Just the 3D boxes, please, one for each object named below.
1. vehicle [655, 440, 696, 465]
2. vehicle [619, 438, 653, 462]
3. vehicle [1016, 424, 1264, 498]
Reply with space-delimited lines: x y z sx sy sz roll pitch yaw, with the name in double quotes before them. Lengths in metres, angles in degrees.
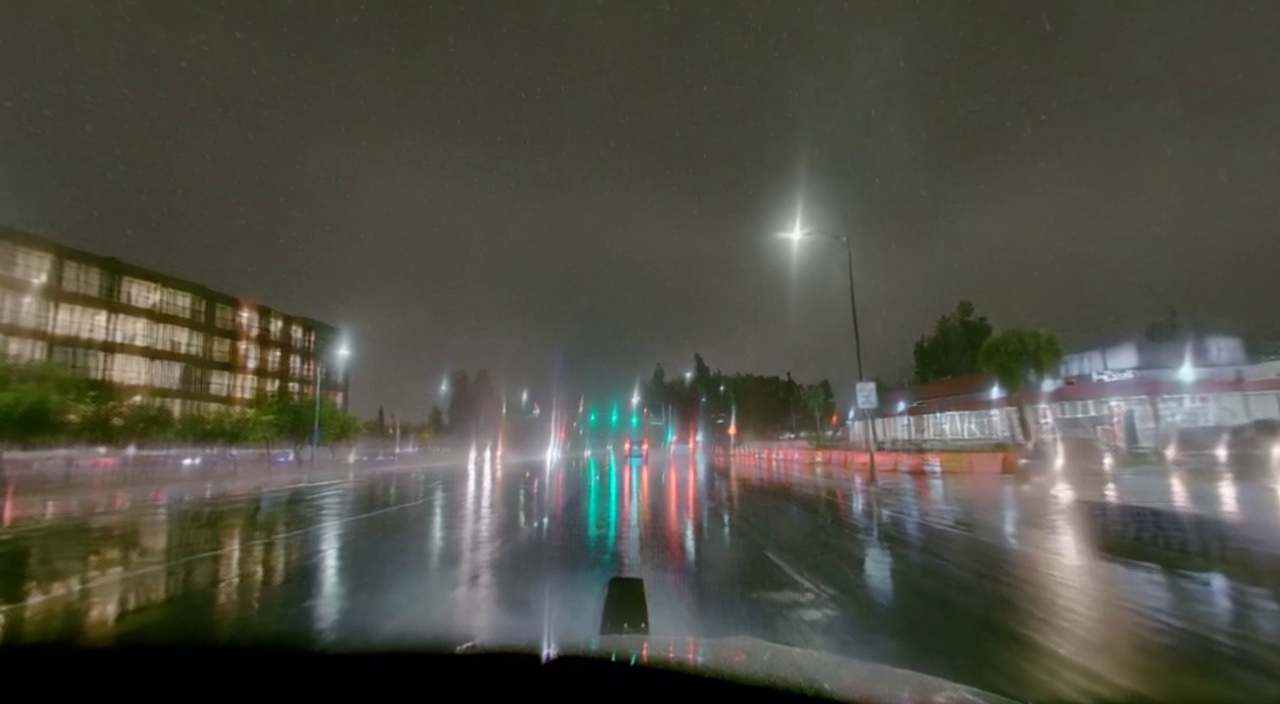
"vehicle" 2.340 6.404 40.415 1.974 1.490 4.231 -2 -9 12
"vehicle" -0.249 7.230 46.760 2.000 1.671 4.276 -1 -8 6
"vehicle" 12.251 2.662 15.931 1.948 1.466 4.520 -1 -7 -15
